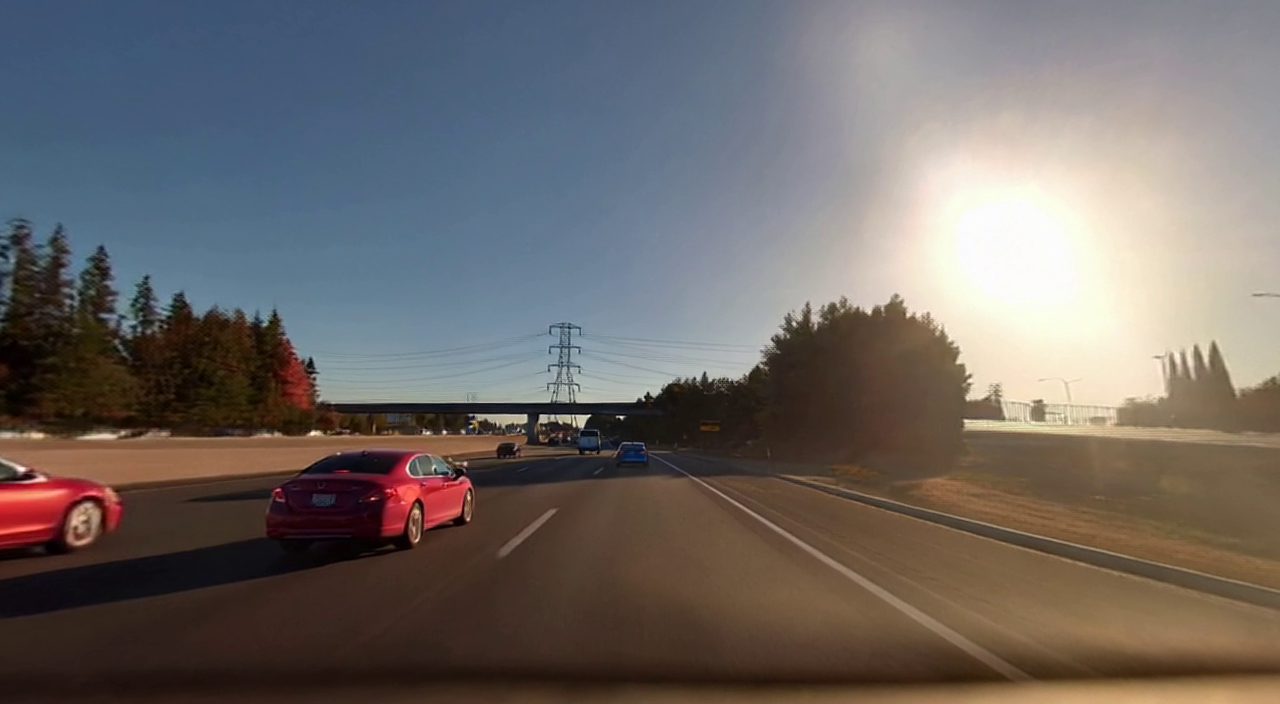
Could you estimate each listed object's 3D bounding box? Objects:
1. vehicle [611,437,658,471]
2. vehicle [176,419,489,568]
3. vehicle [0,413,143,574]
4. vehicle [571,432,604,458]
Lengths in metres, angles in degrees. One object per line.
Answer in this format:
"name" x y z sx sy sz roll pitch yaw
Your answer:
"vehicle" -0.241 4.605 28.541 1.954 1.460 3.983 0 -8 0
"vehicle" -3.732 1.798 8.828 2.035 1.514 4.600 0 -8 1
"vehicle" -7.495 1.349 5.772 1.968 1.614 4.674 0 -8 1
"vehicle" -3.879 7.001 47.220 2.174 1.806 3.932 0 -8 -1
